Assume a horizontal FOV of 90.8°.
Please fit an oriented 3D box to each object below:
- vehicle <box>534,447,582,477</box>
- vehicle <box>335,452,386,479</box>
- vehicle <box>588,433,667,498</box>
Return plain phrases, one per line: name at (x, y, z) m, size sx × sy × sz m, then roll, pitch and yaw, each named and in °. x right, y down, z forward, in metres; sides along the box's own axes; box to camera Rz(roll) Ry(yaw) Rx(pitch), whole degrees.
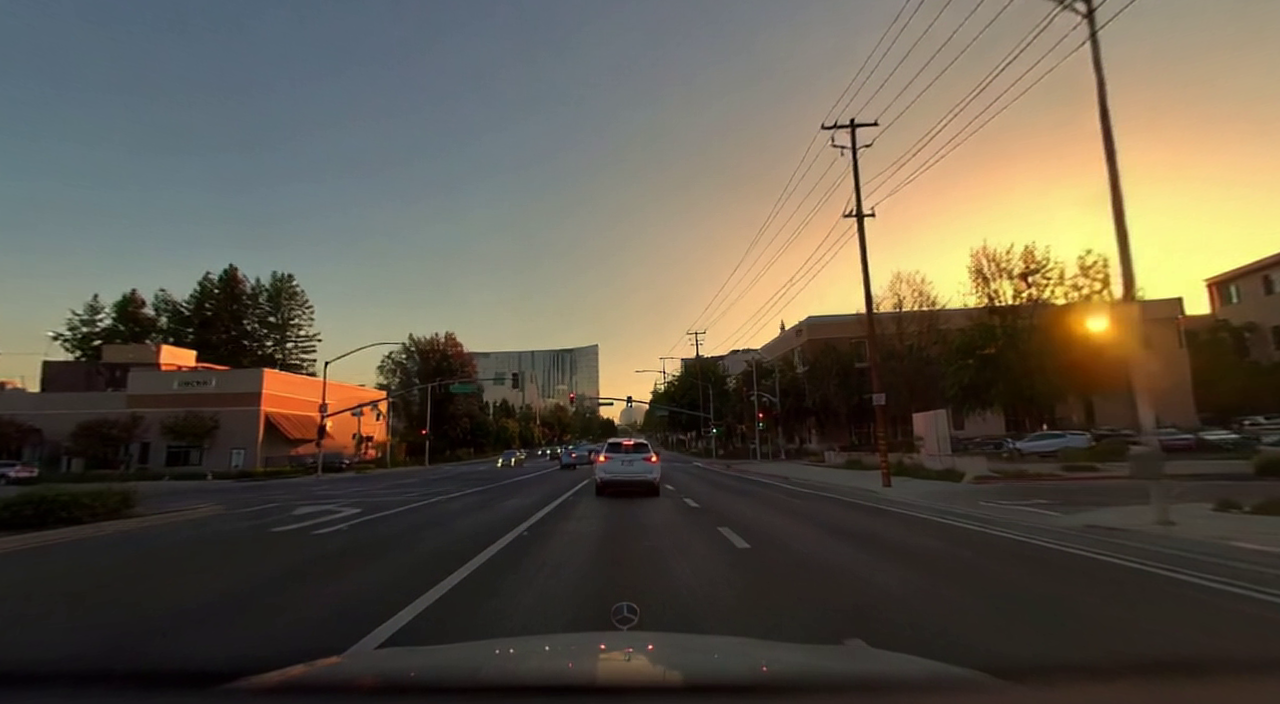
vehicle at (-4.275, 5.841, 33.777) m, size 2.075 × 1.474 × 4.367 m, roll 0°, pitch -9°, yaw -1°
vehicle at (-19.579, 7.963, 44.487) m, size 1.986 × 1.704 × 4.546 m, roll 1°, pitch -9°, yaw -7°
vehicle at (-0.390, 3.460, 19.615) m, size 2.188 × 1.782 × 3.982 m, roll 0°, pitch -9°, yaw -2°
